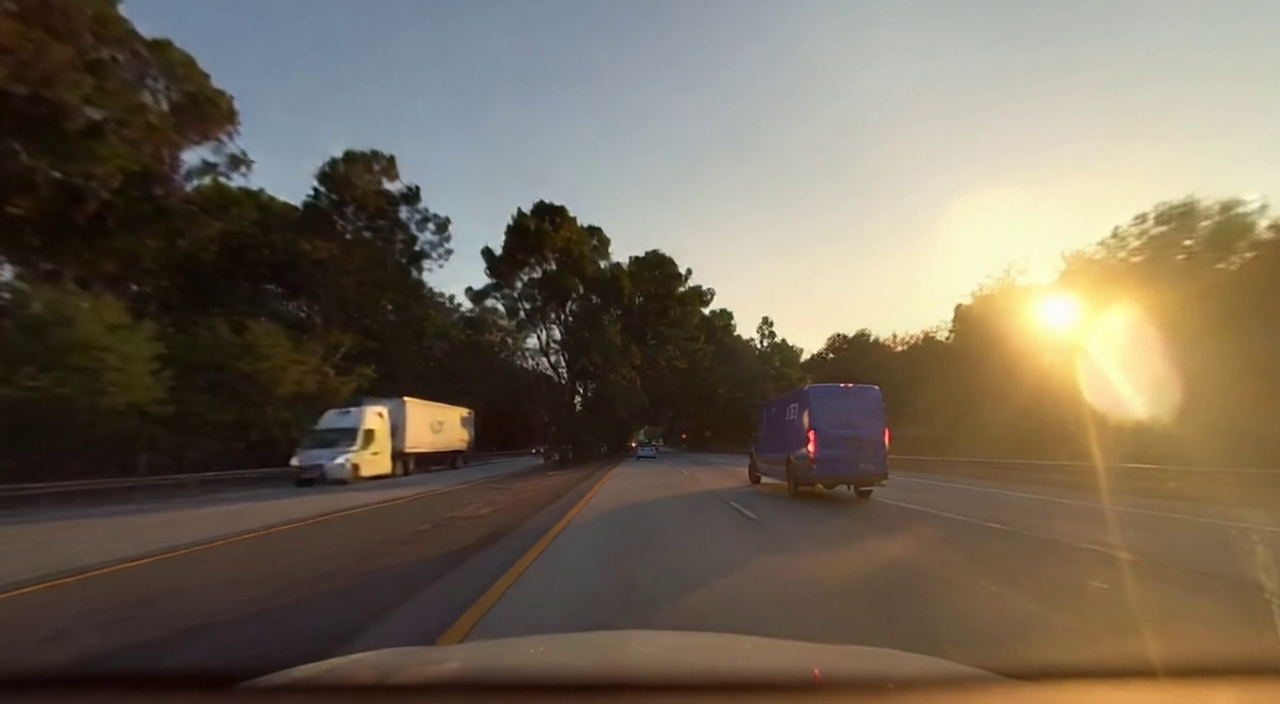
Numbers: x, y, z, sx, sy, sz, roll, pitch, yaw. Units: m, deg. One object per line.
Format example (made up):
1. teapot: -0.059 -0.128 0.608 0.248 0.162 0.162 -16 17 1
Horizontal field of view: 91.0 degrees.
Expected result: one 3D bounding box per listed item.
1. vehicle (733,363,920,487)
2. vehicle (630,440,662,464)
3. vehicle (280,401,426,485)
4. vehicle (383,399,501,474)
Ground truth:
1. vehicle: 7.473 3.679 29.642 3.479 4.156 17.231 0 -8 0
2. vehicle: 0.404 6.995 44.041 2.121 1.590 4.434 0 -8 1
3. vehicle: -15.661 5.159 35.769 2.933 3.978 11.292 0 -8 0
4. vehicle: -11.636 5.236 38.593 3.742 3.954 10.224 0 -8 1
